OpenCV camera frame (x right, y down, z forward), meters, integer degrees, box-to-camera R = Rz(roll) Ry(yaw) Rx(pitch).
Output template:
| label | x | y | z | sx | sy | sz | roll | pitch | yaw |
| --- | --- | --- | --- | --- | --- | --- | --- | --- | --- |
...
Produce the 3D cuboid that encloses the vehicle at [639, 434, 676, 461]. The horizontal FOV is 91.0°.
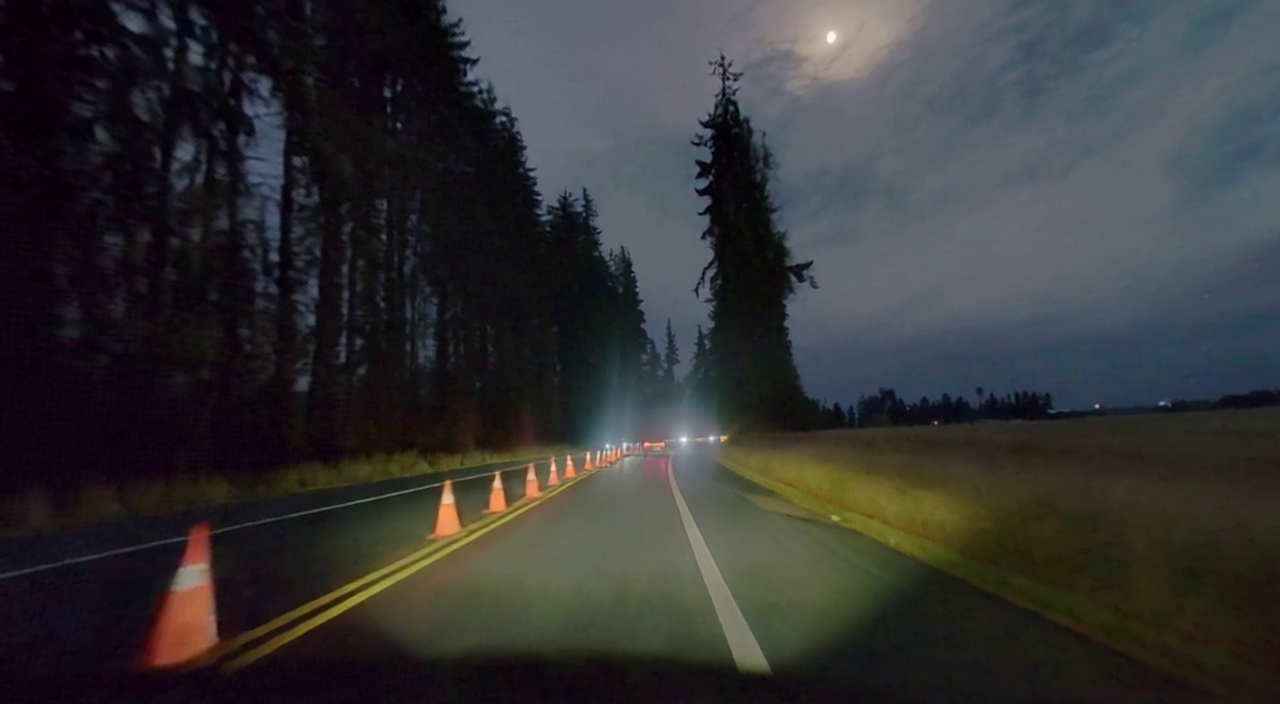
| label | x | y | z | sx | sy | sz | roll | pitch | yaw |
| --- | --- | --- | --- | --- | --- | --- | --- | --- | --- |
| vehicle | 1.089 | 5.592 | 37.066 | 2.042 | 1.489 | 3.963 | 0 | -8 | 3 |
